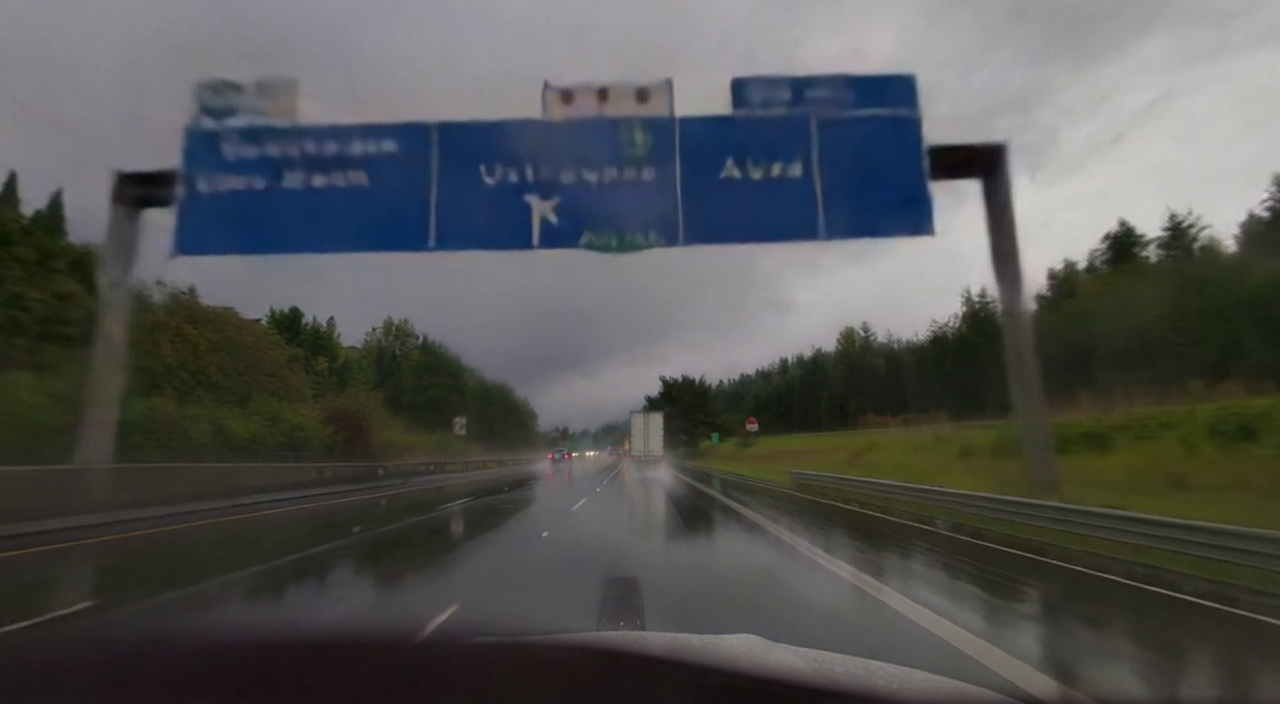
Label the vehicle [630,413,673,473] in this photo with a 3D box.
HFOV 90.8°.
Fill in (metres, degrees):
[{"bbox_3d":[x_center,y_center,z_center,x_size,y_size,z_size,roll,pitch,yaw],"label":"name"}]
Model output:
[{"bbox_3d":[0.724,7.312,49.805,2.901,4.032,14.338,0,-9,0],"label":"vehicle"}]
